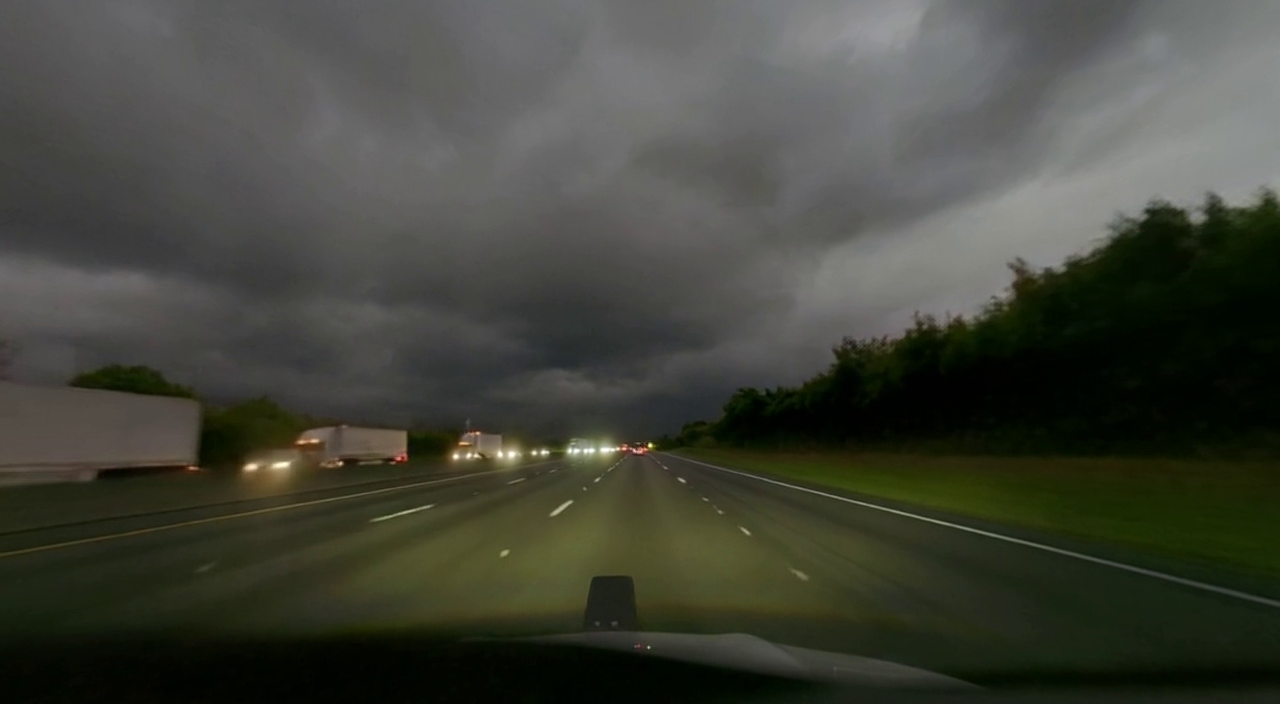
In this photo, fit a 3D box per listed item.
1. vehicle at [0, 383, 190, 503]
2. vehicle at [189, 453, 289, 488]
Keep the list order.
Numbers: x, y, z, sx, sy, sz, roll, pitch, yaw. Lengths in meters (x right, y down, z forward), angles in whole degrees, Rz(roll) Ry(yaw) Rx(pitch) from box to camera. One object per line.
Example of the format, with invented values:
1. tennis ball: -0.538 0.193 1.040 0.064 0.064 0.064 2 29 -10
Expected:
1. vehicle: -22.917 3.722 25.431 2.887 4.049 8.554 0 -9 -1
2. vehicle: -19.273 5.673 30.398 1.924 1.524 4.401 0 -9 0
